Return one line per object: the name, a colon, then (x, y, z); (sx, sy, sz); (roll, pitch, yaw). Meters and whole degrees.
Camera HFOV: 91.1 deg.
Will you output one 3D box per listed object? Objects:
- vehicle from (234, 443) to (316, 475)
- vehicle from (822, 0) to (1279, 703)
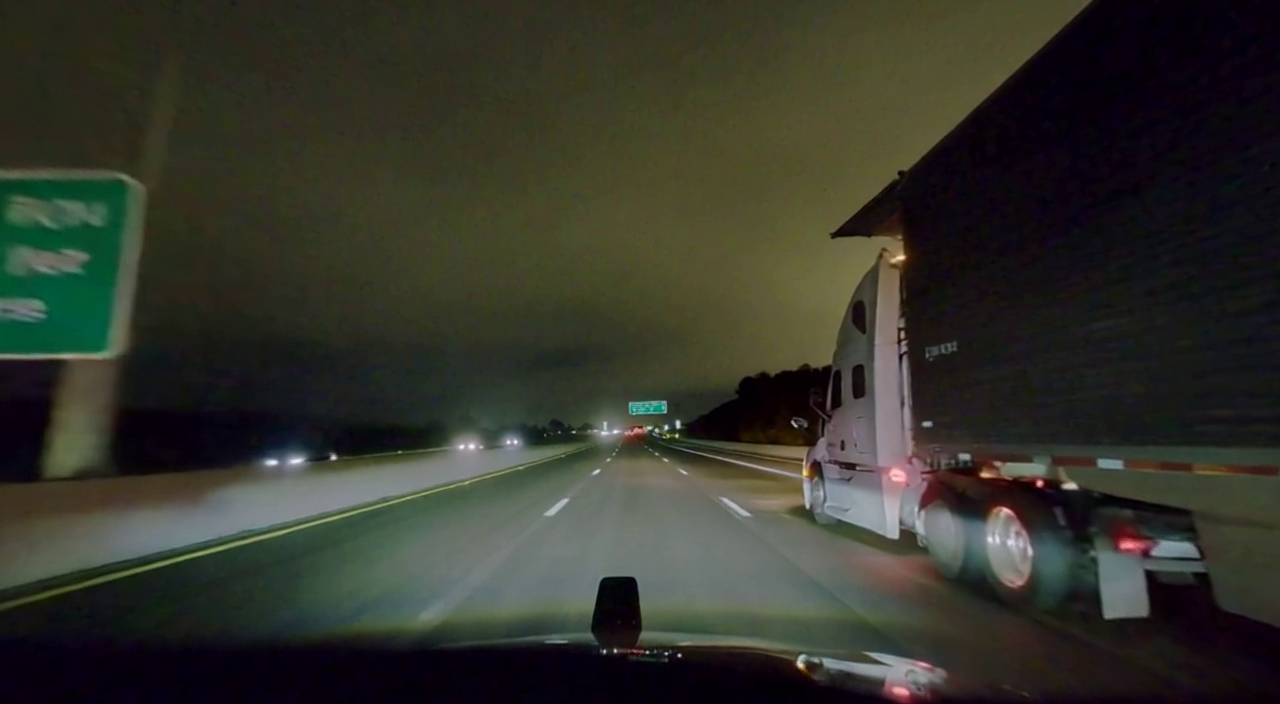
vehicle: (-18.988, 5.550, 32.894); (1.869, 1.522, 3.997); (0, -8, 0)
vehicle: (4.127, -0.439, 1.726); (3.220, 3.912, 12.116); (0, -8, -2)
